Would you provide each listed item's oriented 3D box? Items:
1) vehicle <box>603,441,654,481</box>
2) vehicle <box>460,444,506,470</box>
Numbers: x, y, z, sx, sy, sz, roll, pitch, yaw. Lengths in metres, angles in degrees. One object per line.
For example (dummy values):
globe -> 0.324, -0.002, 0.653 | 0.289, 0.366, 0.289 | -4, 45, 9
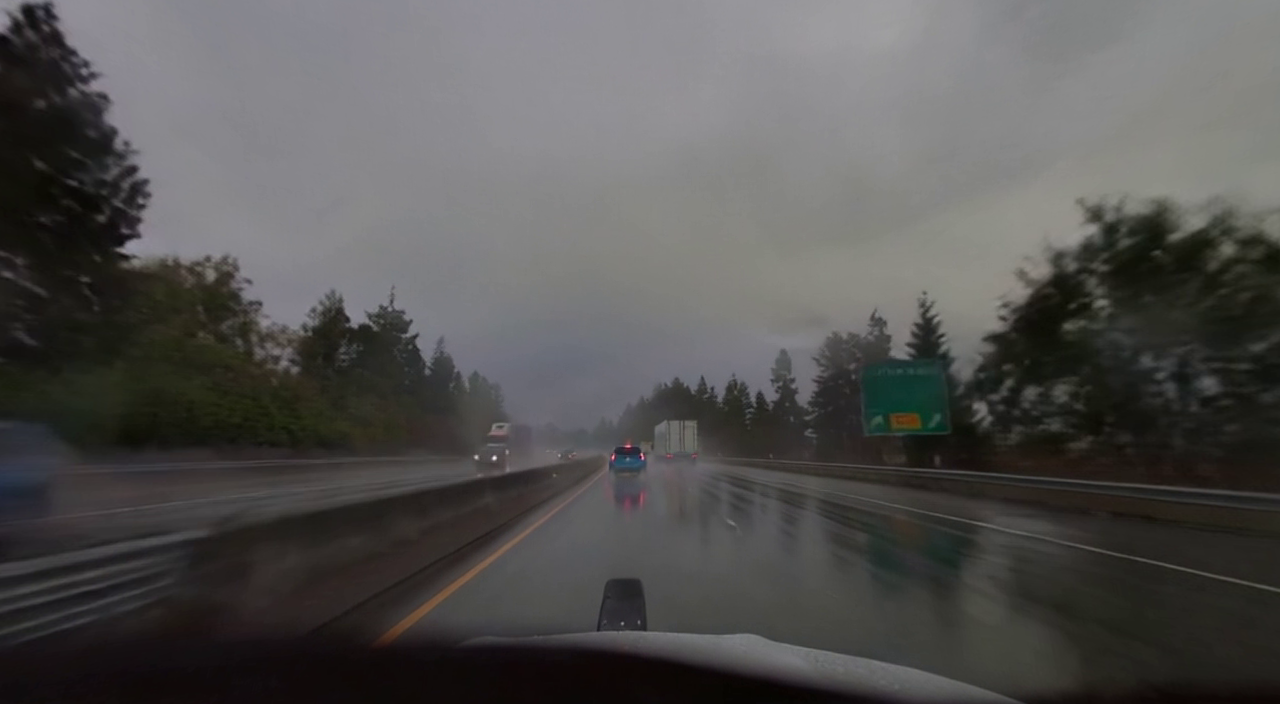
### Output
vehicle -> -0.530, 5.045, 29.379 | 2.190, 1.706, 4.062 | 0, -9, -1
vehicle -> -10.298, 6.920, 41.563 | 1.890, 1.575, 4.211 | -1, -9, 1
